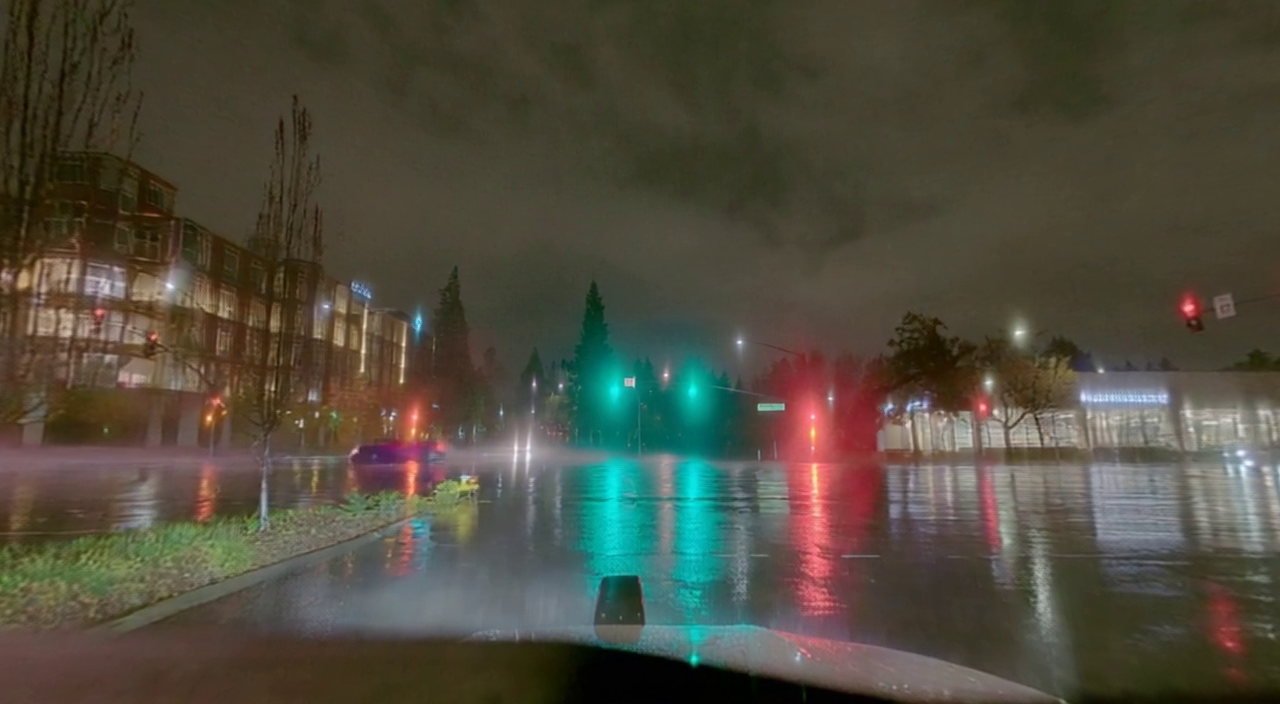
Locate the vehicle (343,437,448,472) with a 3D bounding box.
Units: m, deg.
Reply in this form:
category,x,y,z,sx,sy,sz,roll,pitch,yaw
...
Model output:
category,x,y,z,sx,sy,sz,roll,pitch,yaw
vehicle,-12.581,5.314,32.824,4.639,1.699,2.030,1,-9,-5
